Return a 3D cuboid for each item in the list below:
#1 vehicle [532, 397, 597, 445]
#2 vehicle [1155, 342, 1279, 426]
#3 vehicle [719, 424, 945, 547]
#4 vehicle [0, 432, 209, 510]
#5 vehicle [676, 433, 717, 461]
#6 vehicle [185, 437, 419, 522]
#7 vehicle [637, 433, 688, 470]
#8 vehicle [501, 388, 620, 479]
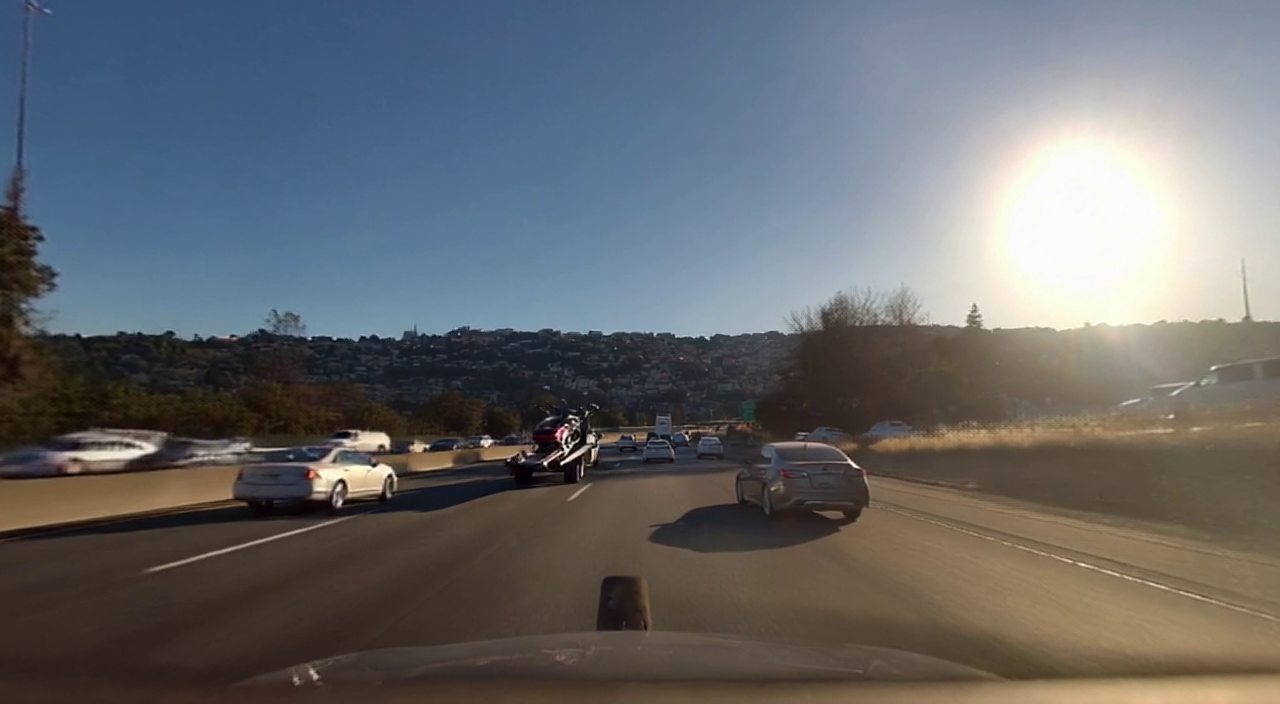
[{"bbox_3d":[-2.831,2.789,24.710,1.893,1.674,4.766,0,-8,1],"label":"vehicle"},{"bbox_3d":[13.991,0.725,13.580,1.979,1.616,4.268,1,-8,-4],"label":"vehicle"},{"bbox_3d":[2.636,1.951,9.934,2.040,1.481,4.260,0,-8,-3],"label":"vehicle"},{"bbox_3d":[-12.638,2.652,14.600,2.123,1.511,4.343,0,-8,3],"label":"vehicle"},{"bbox_3d":[3.413,5.847,39.023,2.075,1.614,4.682,0,-8,-1],"label":"vehicle"},{"bbox_3d":[-6.519,2.494,13.031,1.964,1.395,4.948,0,-8,2],"label":"vehicle"},{"bbox_3d":[0.984,4.379,27.801,2.079,1.499,3.915,0,-8,2],"label":"vehicle"},{"bbox_3d":[-2.765,3.414,25.885,3.162,2.955,10.282,0,-8,2],"label":"vehicle"}]
